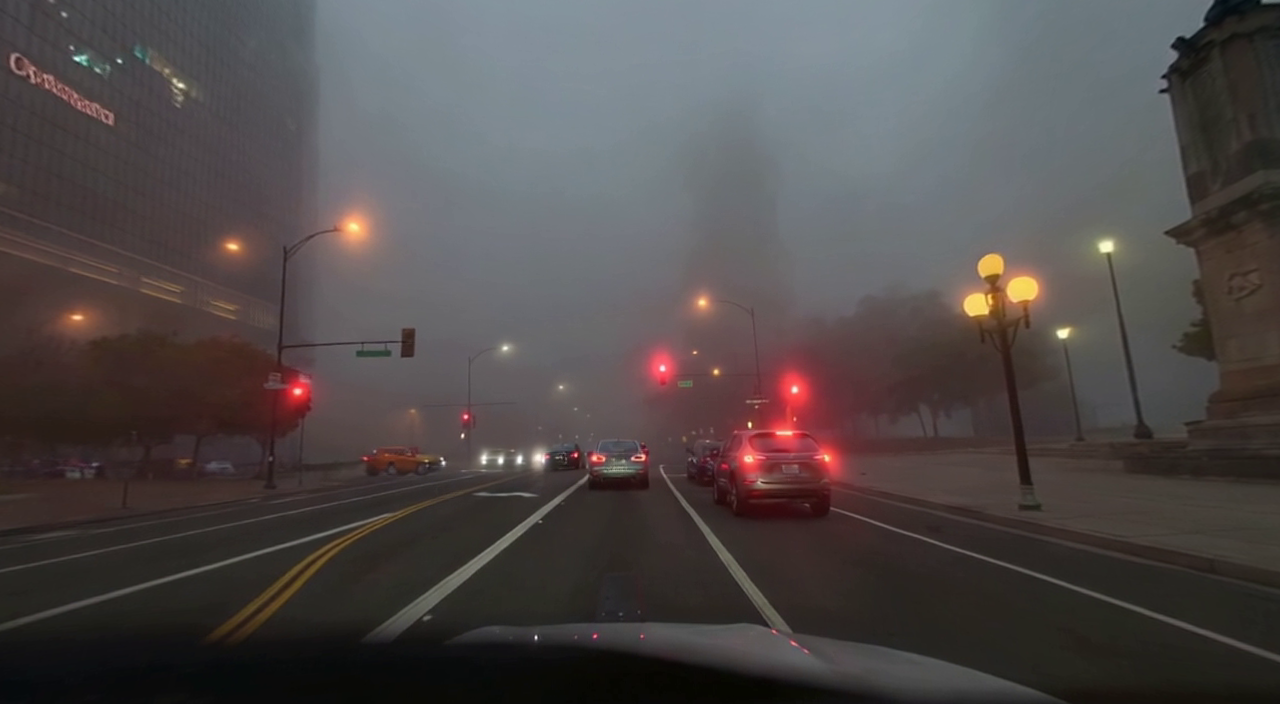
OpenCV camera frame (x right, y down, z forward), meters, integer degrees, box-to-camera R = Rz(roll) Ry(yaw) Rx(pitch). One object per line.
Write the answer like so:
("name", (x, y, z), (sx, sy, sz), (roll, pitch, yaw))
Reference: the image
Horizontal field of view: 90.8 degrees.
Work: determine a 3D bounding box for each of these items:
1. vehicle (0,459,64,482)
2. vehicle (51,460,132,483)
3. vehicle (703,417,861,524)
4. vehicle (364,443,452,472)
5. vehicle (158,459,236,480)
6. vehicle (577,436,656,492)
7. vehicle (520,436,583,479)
("vehicle", (-45.122, 8.728, 46.521), (3.671, 1.498, 1.670), (2, -9, 4))
("vehicle", (-40.240, 8.762, 46.428), (4.224, 1.622, 1.808), (0, -9, 1))
("vehicle", (2.609, 2.328, 12.868), (2.096, 1.775, 4.440), (0, -9, -1))
("vehicle", (-14.699, 6.731, 40.309), (4.855, 1.769, 2.071), (1, -9, -6))
("vehicle", (-32.441, 8.586, 46.330), (4.392, 1.427, 1.764), (0, -9, 0))
("vehicle", (-0.631, 3.303, 18.938), (2.096, 1.492, 4.071), (0, -9, 0))
("vehicle", (-3.591, 4.375, 26.492), (2.045, 1.633, 4.864), (0, -9, -2))
